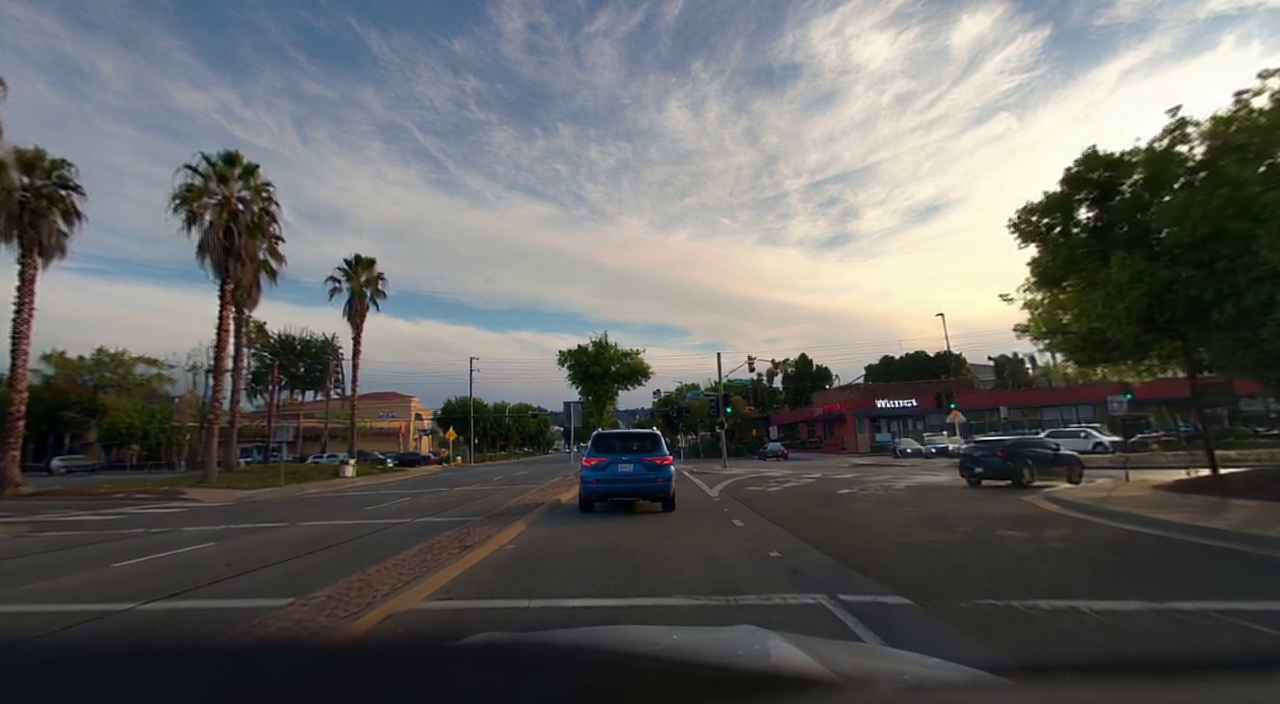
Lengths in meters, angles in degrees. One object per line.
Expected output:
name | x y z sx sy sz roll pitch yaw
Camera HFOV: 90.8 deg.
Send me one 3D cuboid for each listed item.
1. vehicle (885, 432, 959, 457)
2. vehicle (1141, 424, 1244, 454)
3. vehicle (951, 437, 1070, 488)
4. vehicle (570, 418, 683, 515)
vehicle | 21.647 7.128 48.610 4.852 1.847 1.983 -6 -10 33
vehicle | 32.387 5.143 37.202 4.167 1.655 1.841 -6 -10 32
vehicle | 12.918 3.781 21.949 4.542 1.560 2.086 7 -11 -40
vehicle | -0.211 2.665 15.127 2.263 1.932 4.709 -1 -9 2
